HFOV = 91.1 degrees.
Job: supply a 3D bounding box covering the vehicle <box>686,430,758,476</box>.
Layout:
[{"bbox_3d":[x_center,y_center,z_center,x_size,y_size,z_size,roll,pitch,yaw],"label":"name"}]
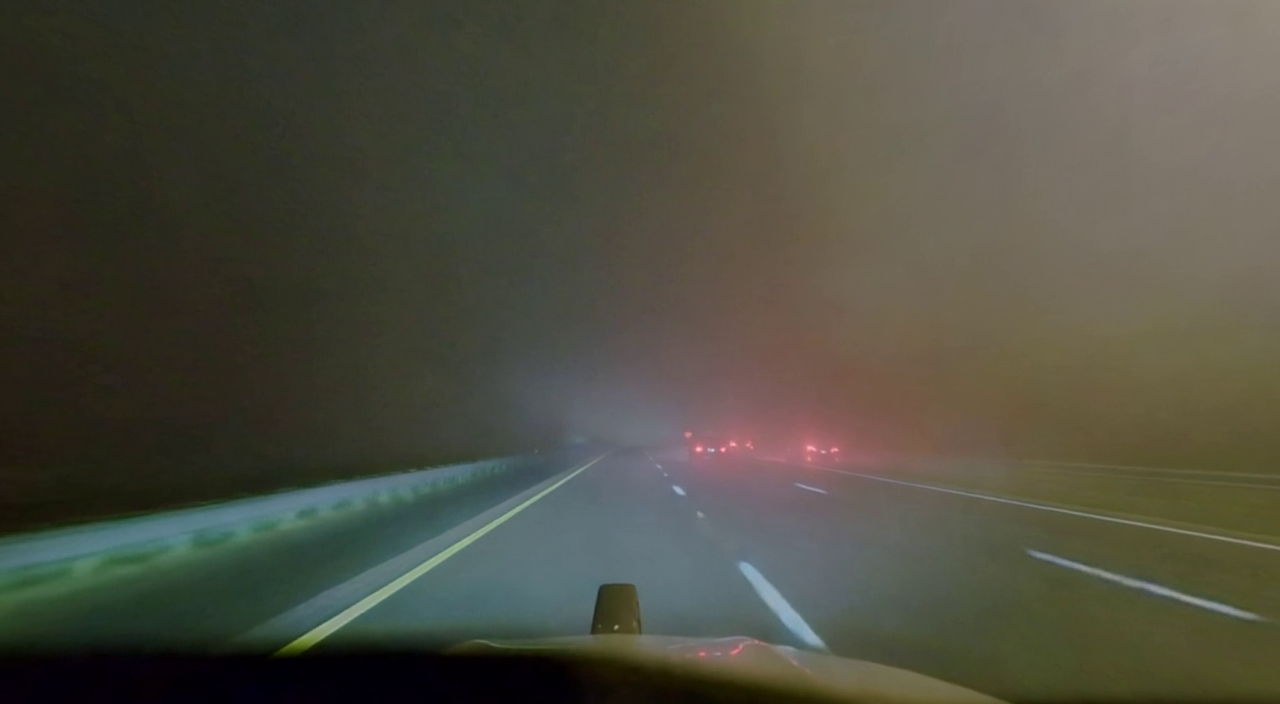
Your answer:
[{"bbox_3d":[3.026,3.844,24.312,2.084,1.583,4.420,0,-8,-1],"label":"vehicle"}]
